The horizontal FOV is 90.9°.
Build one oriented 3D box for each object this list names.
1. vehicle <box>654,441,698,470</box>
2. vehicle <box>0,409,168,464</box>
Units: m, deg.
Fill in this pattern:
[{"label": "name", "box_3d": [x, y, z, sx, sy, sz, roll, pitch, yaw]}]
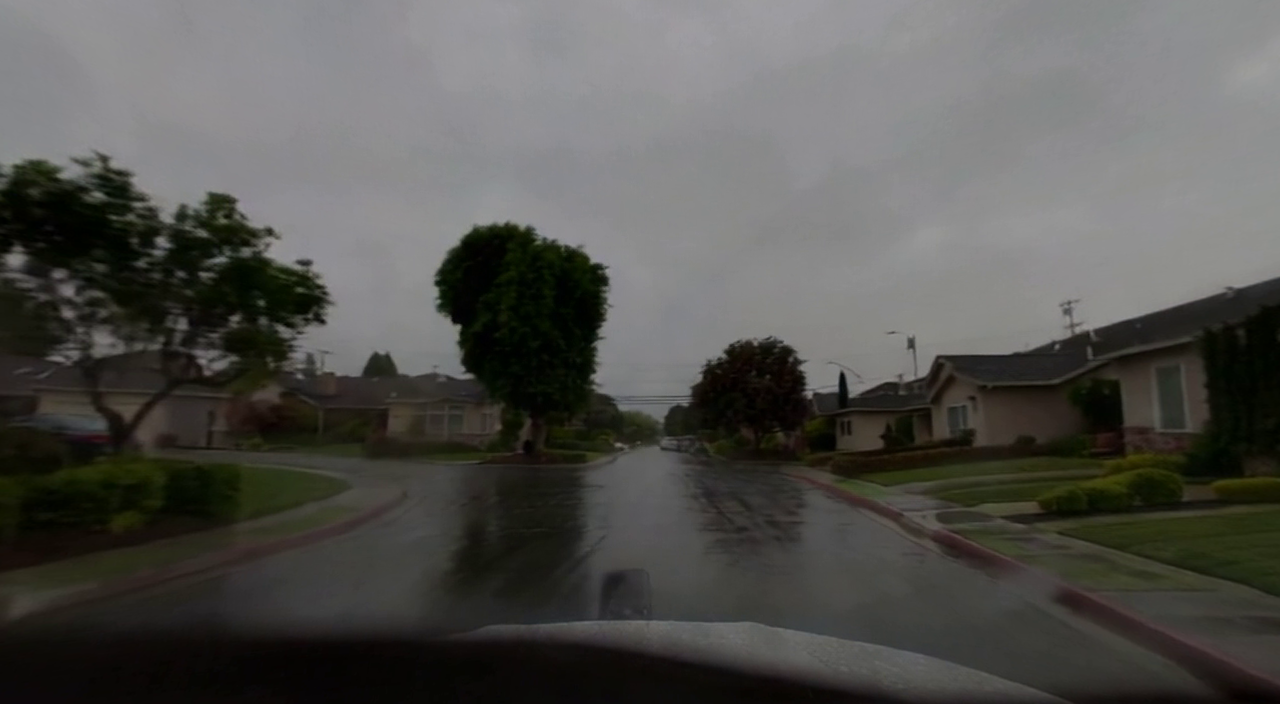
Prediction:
[{"label": "vehicle", "box_3d": [2.547, 7.127, 43.519, 2.180, 1.752, 4.700, -5, -9, 12]}, {"label": "vehicle", "box_3d": [-18.429, 2.764, 20.252, 1.791, 1.517, 5.089, -5, -9, 15]}]
